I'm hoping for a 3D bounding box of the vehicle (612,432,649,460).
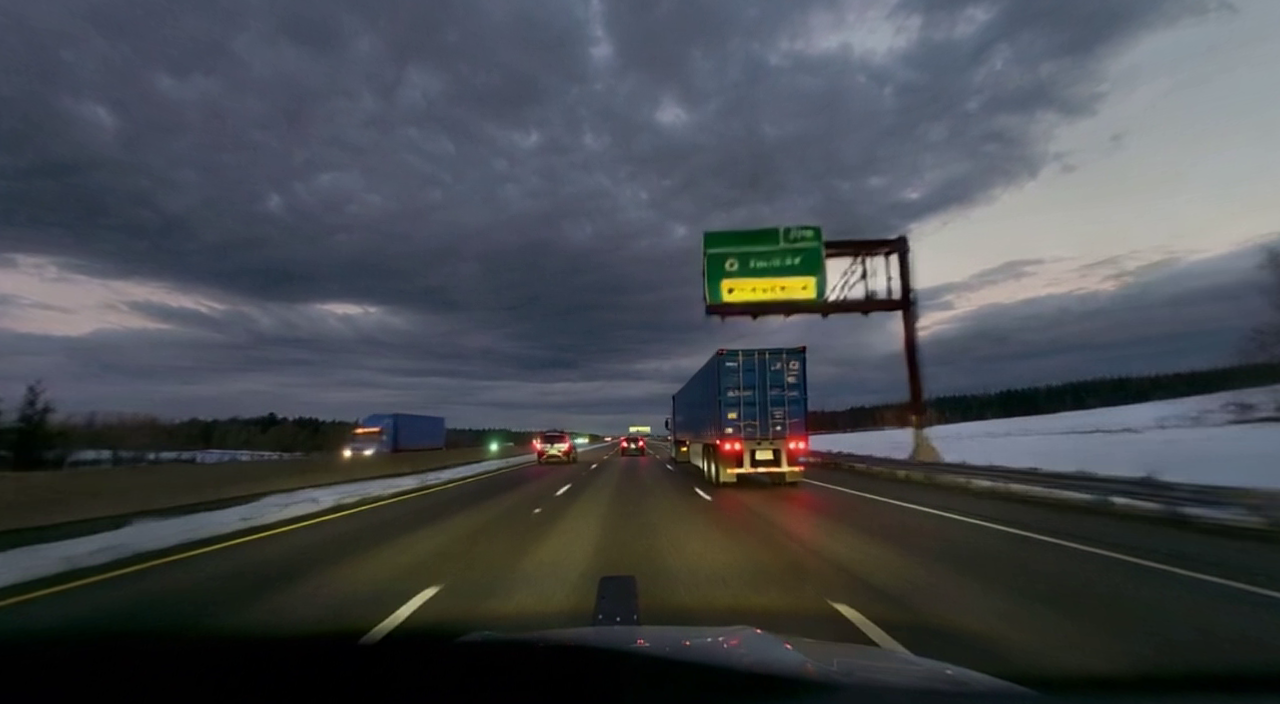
[{"bbox_3d":[-0.601,5.654,37.817,2.088,1.567,4.240,0,-8,-1],"label":"vehicle"}]

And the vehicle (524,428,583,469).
[{"bbox_3d":[-3.754,4.277,28.105,2.054,1.671,4.445,0,-8,0],"label":"vehicle"}]

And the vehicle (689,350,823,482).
[{"bbox_3d":[3.691,2.386,22.321,2.883,3.836,7.894,0,-8,-3],"label":"vehicle"}]
